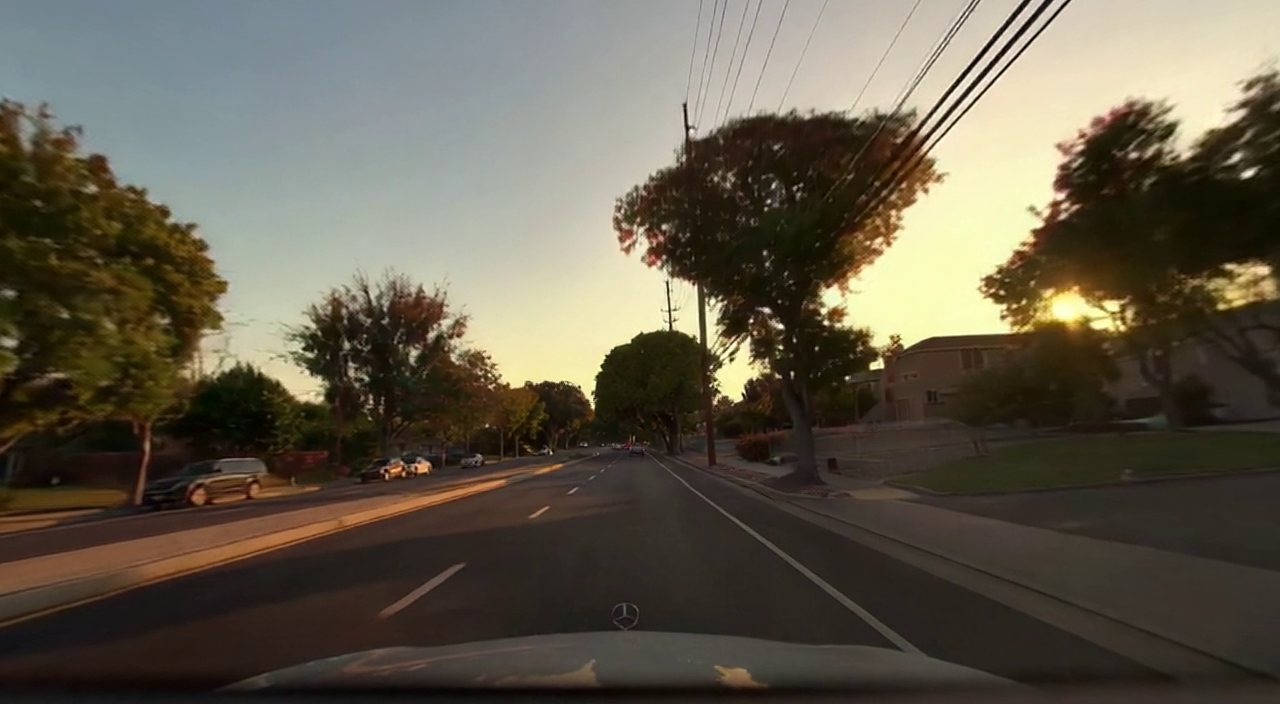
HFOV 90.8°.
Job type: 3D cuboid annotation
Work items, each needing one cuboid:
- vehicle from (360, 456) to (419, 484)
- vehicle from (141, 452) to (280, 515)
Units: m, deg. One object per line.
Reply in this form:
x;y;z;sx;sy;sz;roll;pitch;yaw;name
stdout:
-16.069;7.578;40.754;2.031;1.482;4.476;-4;-9;0;vehicle
-15.969;4.837;23.905;2.071;1.883;4.915;-4;-8;-3;vehicle
